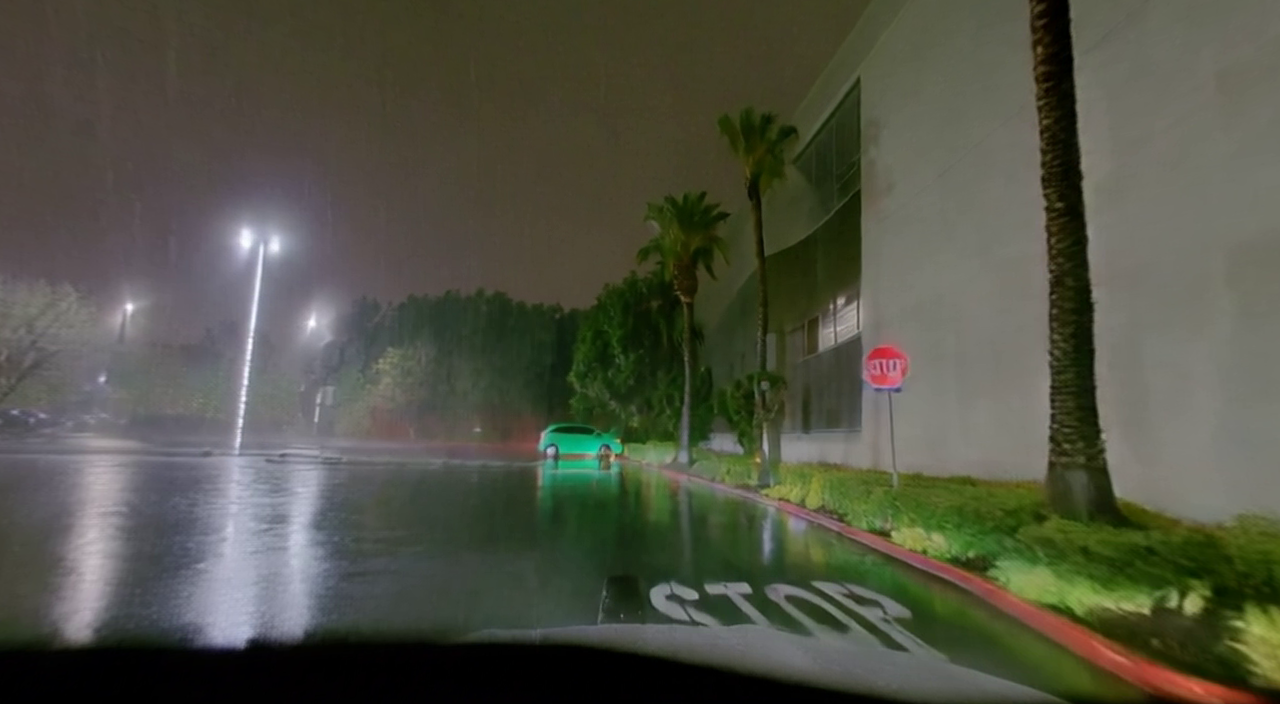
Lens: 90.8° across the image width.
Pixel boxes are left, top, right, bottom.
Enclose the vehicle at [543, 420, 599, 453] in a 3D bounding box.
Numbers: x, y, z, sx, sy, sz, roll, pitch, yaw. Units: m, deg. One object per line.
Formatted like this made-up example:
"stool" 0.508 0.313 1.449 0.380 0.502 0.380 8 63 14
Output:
"vehicle" -3.965 4.825 35.650 2.071 1.700 4.367 3 -9 -21
